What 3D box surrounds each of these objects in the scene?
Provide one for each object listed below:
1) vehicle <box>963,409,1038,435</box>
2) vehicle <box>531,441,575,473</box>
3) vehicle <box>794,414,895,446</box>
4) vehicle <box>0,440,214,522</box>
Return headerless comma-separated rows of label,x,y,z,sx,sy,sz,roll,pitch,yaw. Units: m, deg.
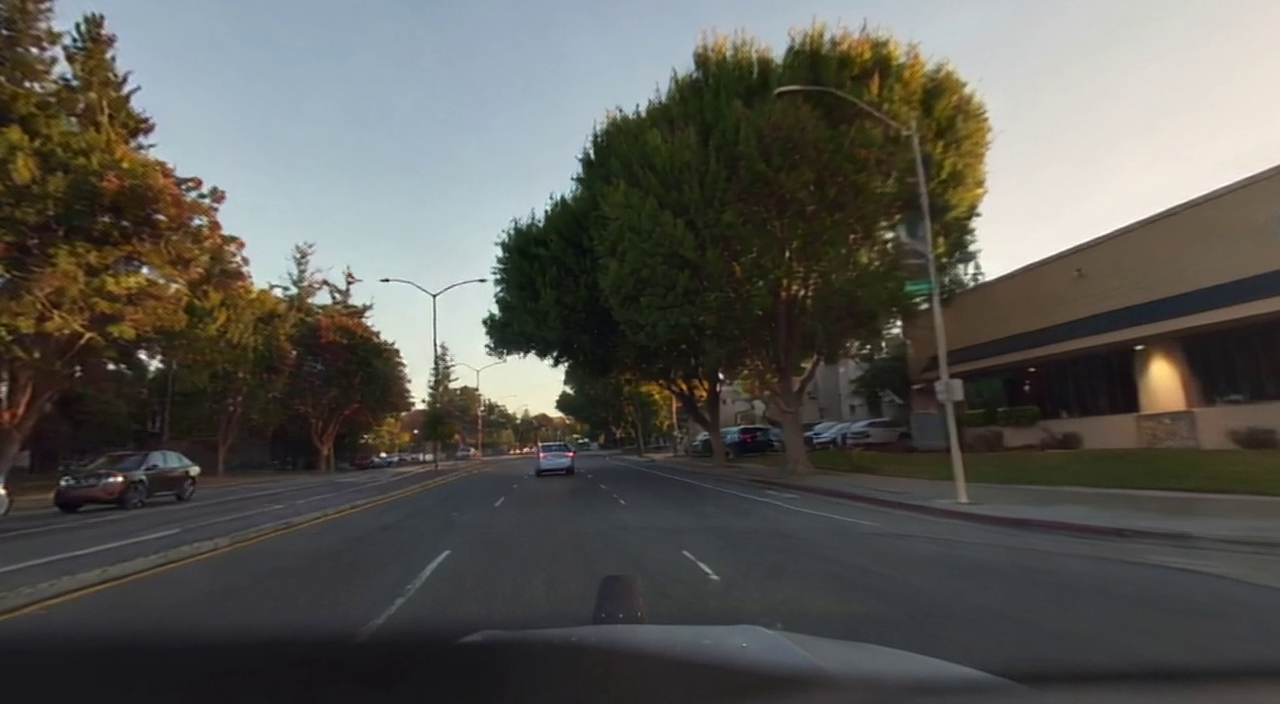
vehicle,25.311,4.976,44.580,2.175,1.626,4.598,1,-8,-7
vehicle,-4.935,5.795,35.261,2.197,1.642,4.312,2,-9,-11
vehicle,11.354,4.377,35.200,4.851,1.737,2.189,2,-9,-11
vehicle,-13.535,3.181,16.271,2.275,1.752,4.858,1,-8,-8
